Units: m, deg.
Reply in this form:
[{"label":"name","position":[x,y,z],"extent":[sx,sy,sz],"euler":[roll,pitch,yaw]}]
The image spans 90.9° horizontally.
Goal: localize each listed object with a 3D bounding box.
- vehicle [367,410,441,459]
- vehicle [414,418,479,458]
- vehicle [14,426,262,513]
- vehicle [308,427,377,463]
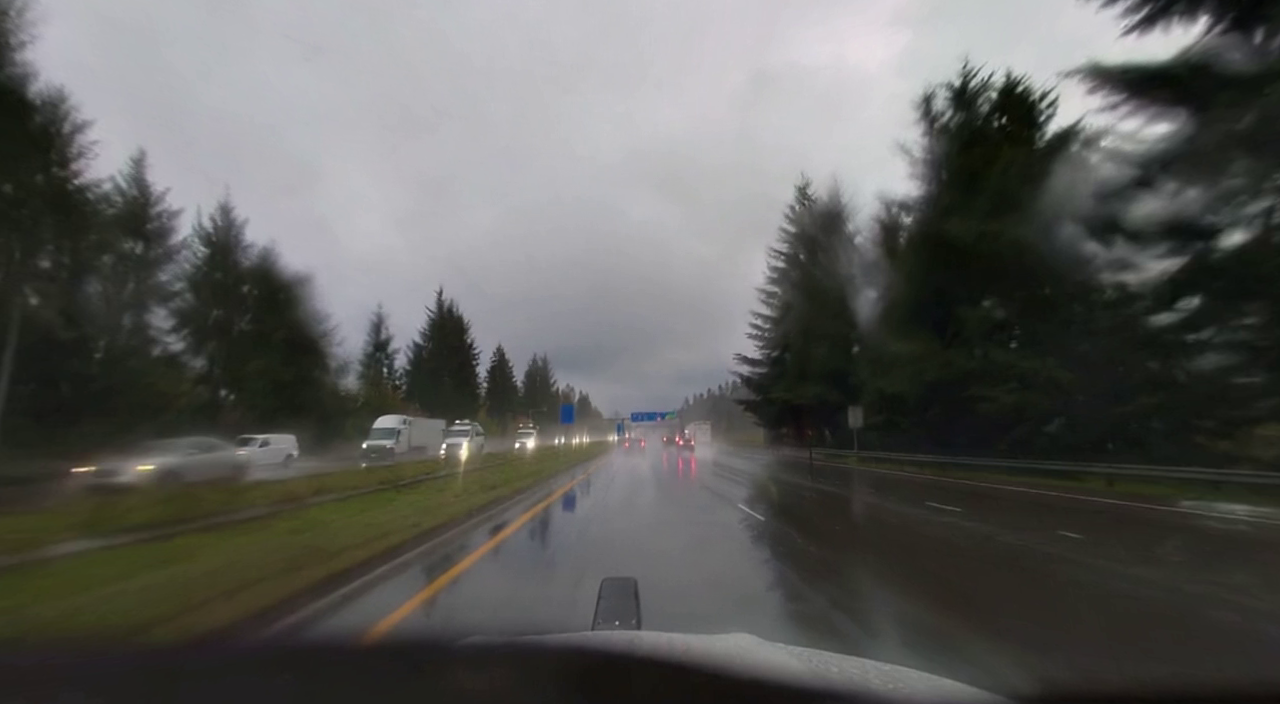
[{"label":"vehicle","position":[-17.451,6.179,47.230],"extent":[2.901,3.354,7.008],"euler":[0,-8,-1]},{"label":"vehicle","position":[-13.127,5.908,43.403],"extent":[2.205,2.451,7.175],"euler":[0,-8,0]},{"label":"vehicle","position":[-9.403,2.188,12.260],"extent":[1.777,1.420,3.657],"euler":[0,-8,0]},{"label":"vehicle","position":[-13.553,4.246,28.840],"extent":[1.684,1.545,2.900],"euler":[0,-8,0]}]
